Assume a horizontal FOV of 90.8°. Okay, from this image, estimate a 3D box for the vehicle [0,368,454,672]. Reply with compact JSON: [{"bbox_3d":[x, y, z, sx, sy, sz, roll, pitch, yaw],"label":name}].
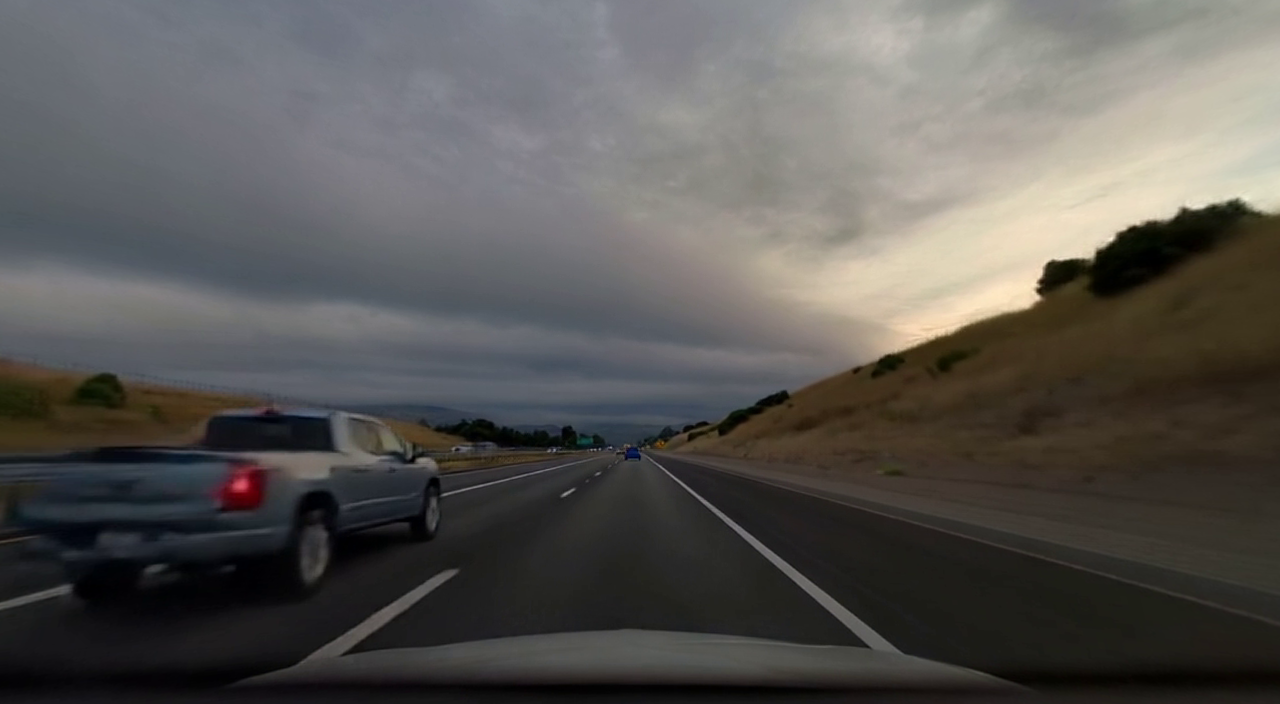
[{"bbox_3d":[-3.612,1.382,6.327,1.942,1.828,4.868,0,-9,1],"label":"vehicle"}]
